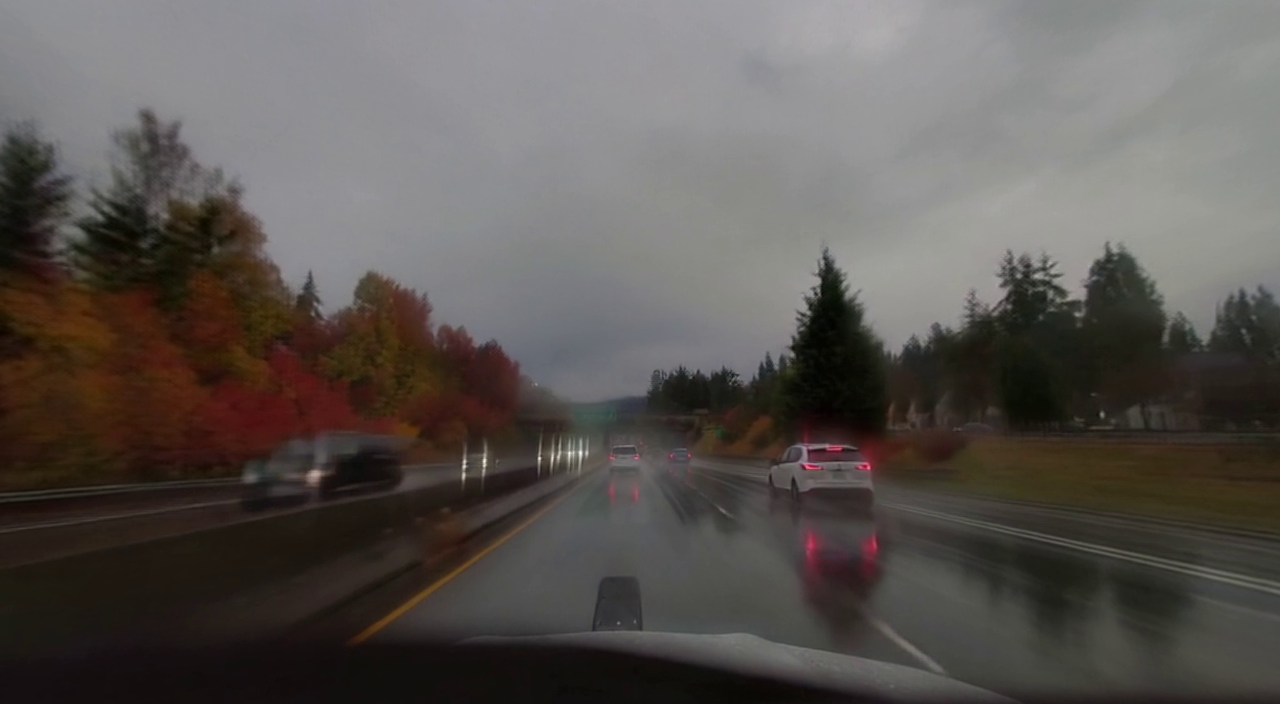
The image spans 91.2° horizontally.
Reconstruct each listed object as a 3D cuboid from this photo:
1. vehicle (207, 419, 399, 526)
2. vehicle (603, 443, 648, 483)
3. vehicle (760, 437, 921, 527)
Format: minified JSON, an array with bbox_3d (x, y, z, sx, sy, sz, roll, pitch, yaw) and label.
[{"bbox_3d":[-9.562,3.465,18.647,2.447,2.609,5.829,-1,-9,0],"label":"vehicle"},{"bbox_3d":[-0.621,5.087,29.025,1.937,1.699,3.936,-1,-9,0],"label":"vehicle"},{"bbox_3d":[3.877,2.570,12.999,1.843,1.505,4.339,0,-9,-1],"label":"vehicle"}]
